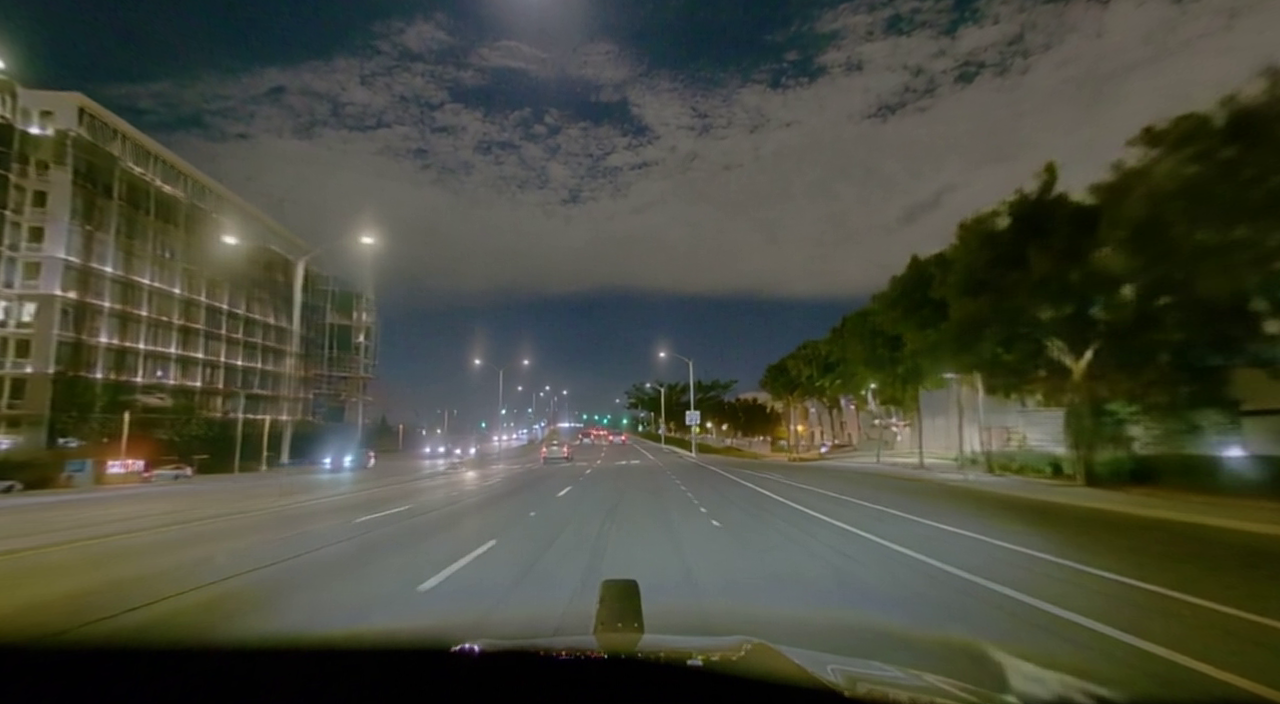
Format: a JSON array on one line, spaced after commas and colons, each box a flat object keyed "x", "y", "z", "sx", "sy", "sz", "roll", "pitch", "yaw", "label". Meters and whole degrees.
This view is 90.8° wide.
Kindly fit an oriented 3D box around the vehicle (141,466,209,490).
[{"x": -33.506, "y": 9.060, "z": 45.634, "sx": 1.677, "sy": 1.410, "sz": 4.130, "roll": 0, "pitch": -7, "yaw": 2, "label": "vehicle"}]

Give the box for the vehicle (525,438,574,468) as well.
[{"x": -4.729, "y": 5.331, "z": 33.509, "sx": 2.025, "sy": 1.474, "sz": 4.292, "roll": 0, "pitch": -8, "yaw": -1, "label": "vehicle"}]

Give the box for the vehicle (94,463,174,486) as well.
[{"x": -39.437, "y": 9.534, "z": 49.307, "sx": 4.336, "sy": 1.572, "sz": 1.985, "roll": 2, "pitch": -8, "yaw": -12, "label": "vehicle"}]

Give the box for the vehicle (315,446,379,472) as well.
[{"x": -20.036, "y": 7.337, "z": 43.489, "sx": 2.077, "sy": 1.655, "sz": 4.570, "roll": 0, "pitch": -8, "yaw": 2, "label": "vehicle"}]
